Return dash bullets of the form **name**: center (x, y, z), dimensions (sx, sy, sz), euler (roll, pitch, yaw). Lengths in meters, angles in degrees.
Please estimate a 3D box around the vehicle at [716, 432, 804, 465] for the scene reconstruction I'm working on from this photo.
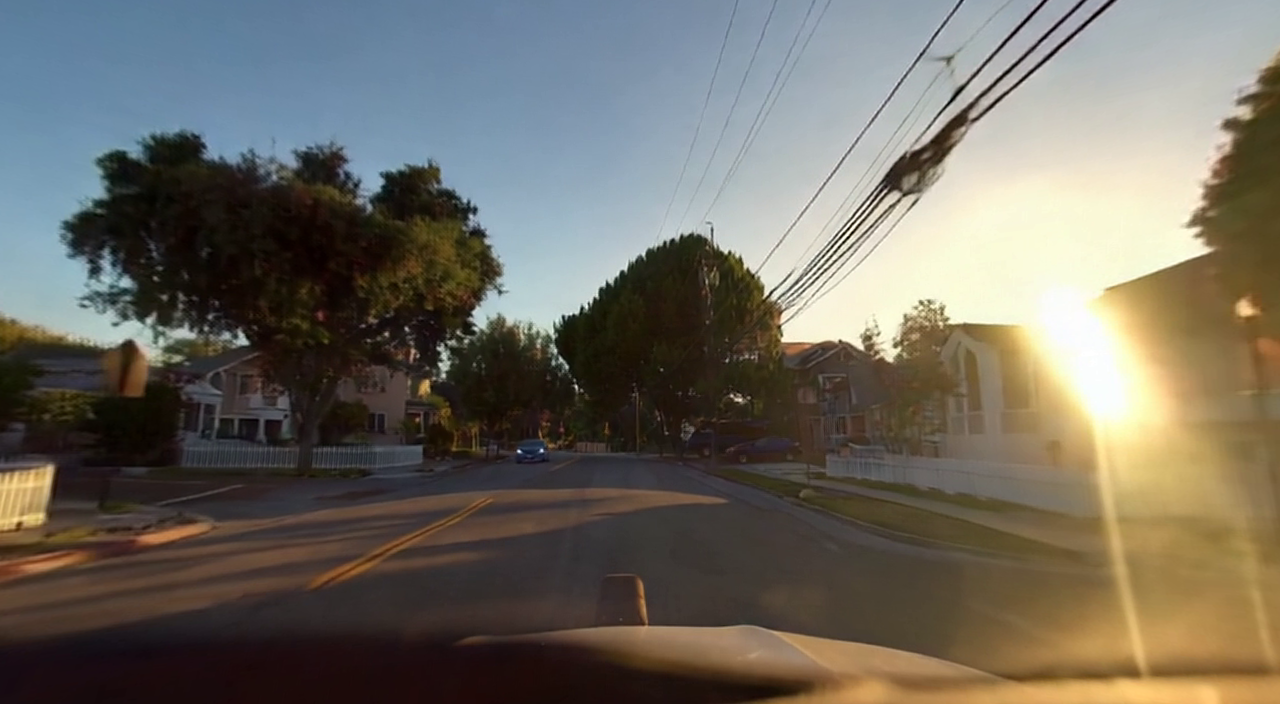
- **vehicle**: center (6.660, 5.412, 35.463), dimensions (4.412, 1.565, 1.957), euler (-2, -7, -2)

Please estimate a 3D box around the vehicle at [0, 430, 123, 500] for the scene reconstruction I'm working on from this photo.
- **vehicle**: center (-14.975, 2.493, 14.281), dimensions (4.751, 1.459, 1.996), euler (0, -7, -2)

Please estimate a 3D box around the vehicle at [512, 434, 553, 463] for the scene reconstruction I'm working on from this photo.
- **vehicle**: center (-5.989, 5.425, 35.724), dimensions (1.892, 1.501, 4.335), euler (1, -7, -5)

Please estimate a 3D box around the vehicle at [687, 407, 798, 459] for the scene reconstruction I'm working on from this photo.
- **vehicle**: center (7.142, 5.724, 44.527), dimensions (7.115, 3.010, 2.378), euler (-3, -9, -8)
